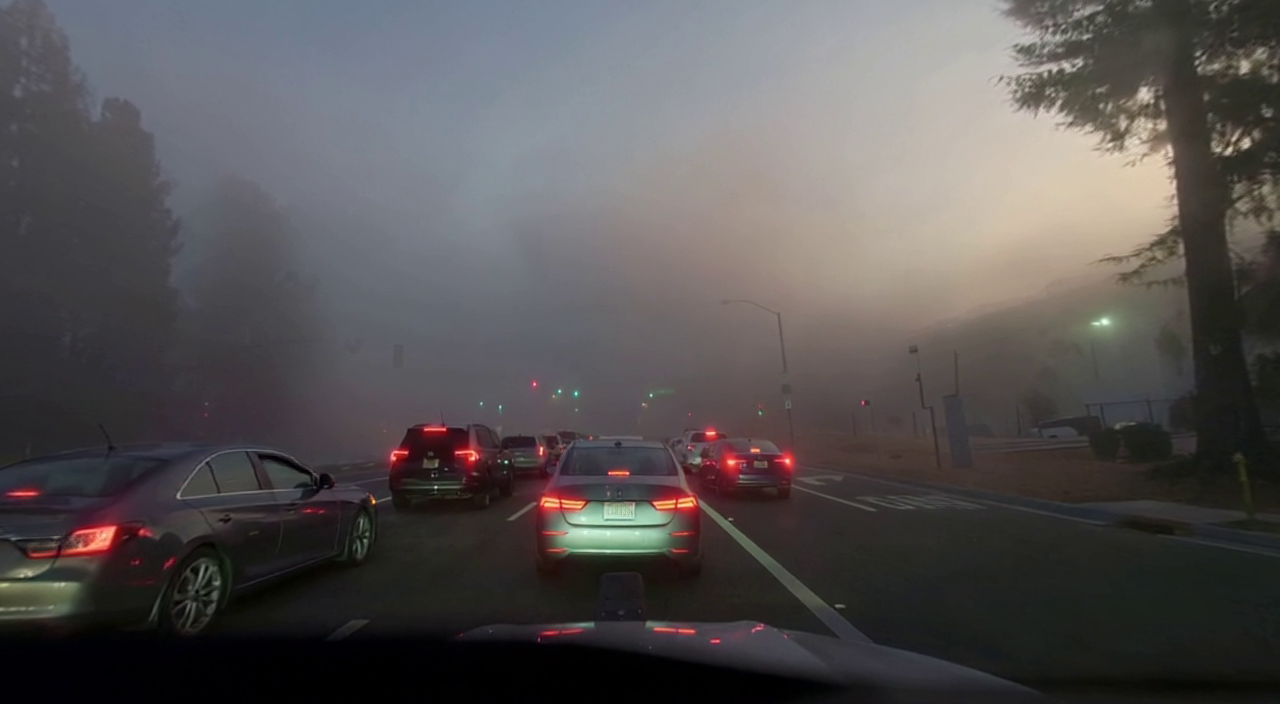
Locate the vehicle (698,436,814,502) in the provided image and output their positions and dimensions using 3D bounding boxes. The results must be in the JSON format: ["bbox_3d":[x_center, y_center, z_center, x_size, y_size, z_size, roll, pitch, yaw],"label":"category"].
[{"bbox_3d":[2.804,2.952,16.416,1.978,1.452,4.381,0,-8,-3],"label":"vehicle"}]

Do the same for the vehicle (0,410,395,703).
[{"bbox_3d":[-3.864,1.346,5.244,1.985,1.467,4.224,0,-9,-1],"label":"vehicle"}]

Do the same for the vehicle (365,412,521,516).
[{"bbox_3d":[-4.038,2.381,13.894,2.054,1.881,4.469,0,-8,-1],"label":"vehicle"}]

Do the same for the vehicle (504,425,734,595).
[{"bbox_3d":[-0.233,1.678,7.617,2.007,1.467,4.059,0,-8,-2],"label":"vehicle"}]
